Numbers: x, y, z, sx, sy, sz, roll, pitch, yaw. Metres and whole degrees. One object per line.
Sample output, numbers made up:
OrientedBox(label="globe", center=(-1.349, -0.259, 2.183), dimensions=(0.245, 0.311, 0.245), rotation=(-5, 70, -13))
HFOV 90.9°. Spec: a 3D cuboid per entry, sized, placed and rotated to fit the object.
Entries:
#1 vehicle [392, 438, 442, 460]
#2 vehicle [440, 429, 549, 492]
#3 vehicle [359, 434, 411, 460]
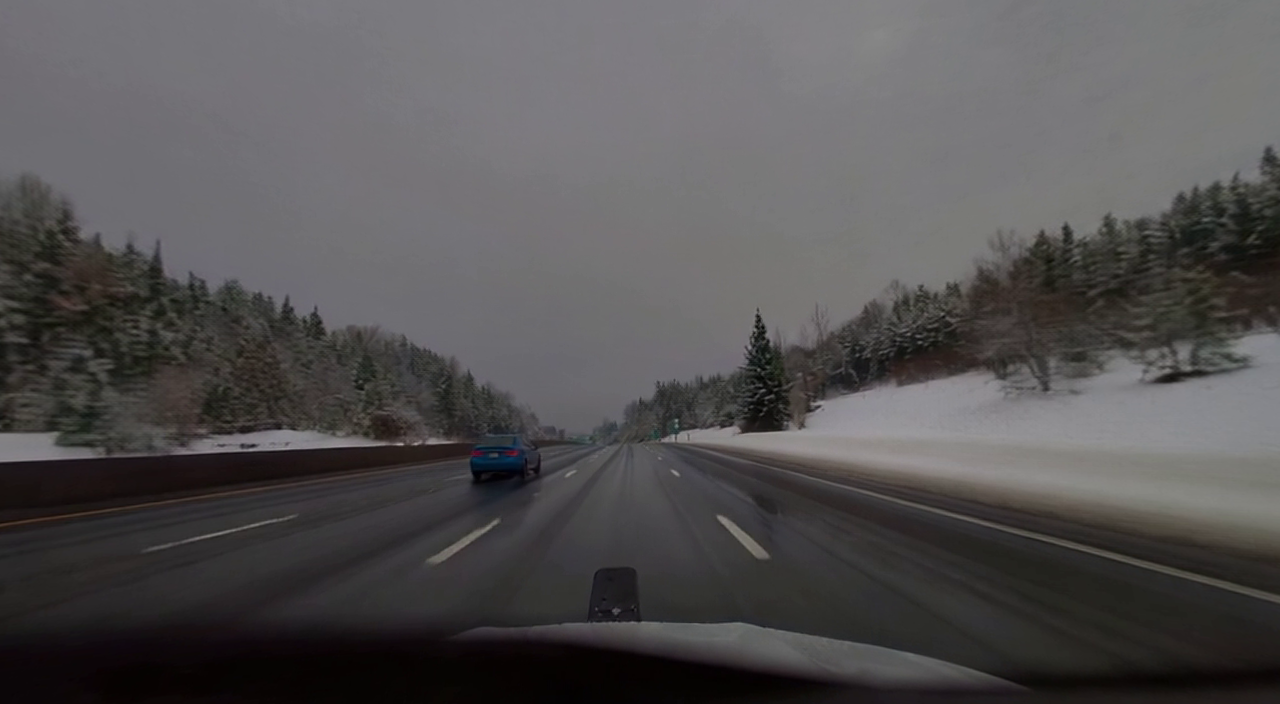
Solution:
OrientedBox(label="vehicle", center=(-16.246, 7.052, 46.187), dimensions=(1.943, 1.514, 4.685), rotation=(0, -8, 0))
OrientedBox(label="vehicle", center=(-3.862, 2.943, 17.543), dimensions=(2.026, 1.517, 4.325), rotation=(0, -8, 0))
OrientedBox(label="vehicle", center=(-19.589, 7.316, 48.557), dimensions=(2.055, 1.884, 4.669), rotation=(0, -8, 0))
